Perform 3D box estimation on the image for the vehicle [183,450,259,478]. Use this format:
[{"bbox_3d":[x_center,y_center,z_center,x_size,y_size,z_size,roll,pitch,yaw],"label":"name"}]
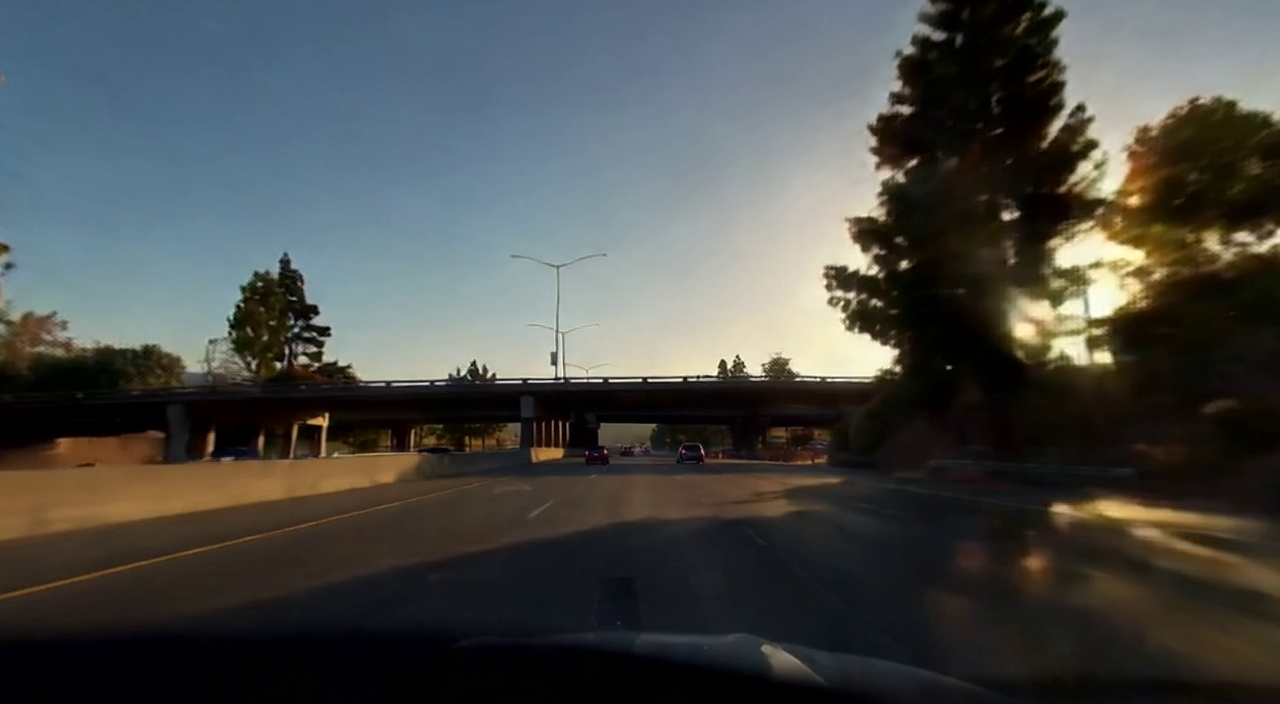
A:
[{"bbox_3d":[-27.860,7.431,42.219,1.994,1.682,4.665,0,-9,-2],"label":"vehicle"}]
